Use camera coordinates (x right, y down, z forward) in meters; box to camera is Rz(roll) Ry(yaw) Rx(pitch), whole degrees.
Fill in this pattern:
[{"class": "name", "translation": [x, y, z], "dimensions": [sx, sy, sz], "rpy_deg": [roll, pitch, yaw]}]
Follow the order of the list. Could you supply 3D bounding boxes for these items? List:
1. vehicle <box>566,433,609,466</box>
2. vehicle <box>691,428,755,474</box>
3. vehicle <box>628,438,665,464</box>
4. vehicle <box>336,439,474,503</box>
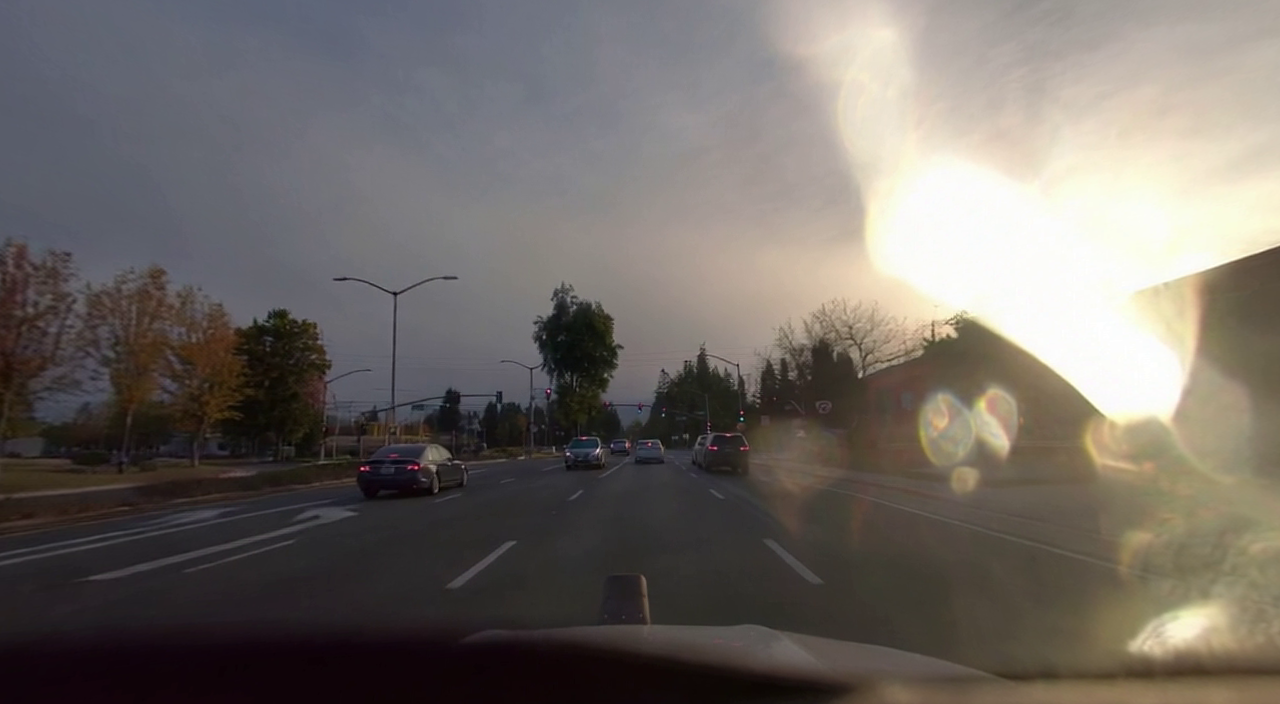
[{"class": "vehicle", "translation": [-2.831, 5.407, 34.809], "dimensions": [1.912, 1.703, 4.261], "rpy_deg": [0, -8, 2]}, {"class": "vehicle", "translation": [3.532, 4.319, 27.609], "dimensions": [2.141, 1.833, 4.704], "rpy_deg": [0, -8, 0]}, {"class": "vehicle", "translation": [0.370, 5.727, 36.445], "dimensions": [2.021, 1.461, 3.862], "rpy_deg": [0, -8, 0]}, {"class": "vehicle", "translation": [-6.031, 3.089, 16.824], "dimensions": [1.926, 1.465, 4.620], "rpy_deg": [0, -8, 0]}]
